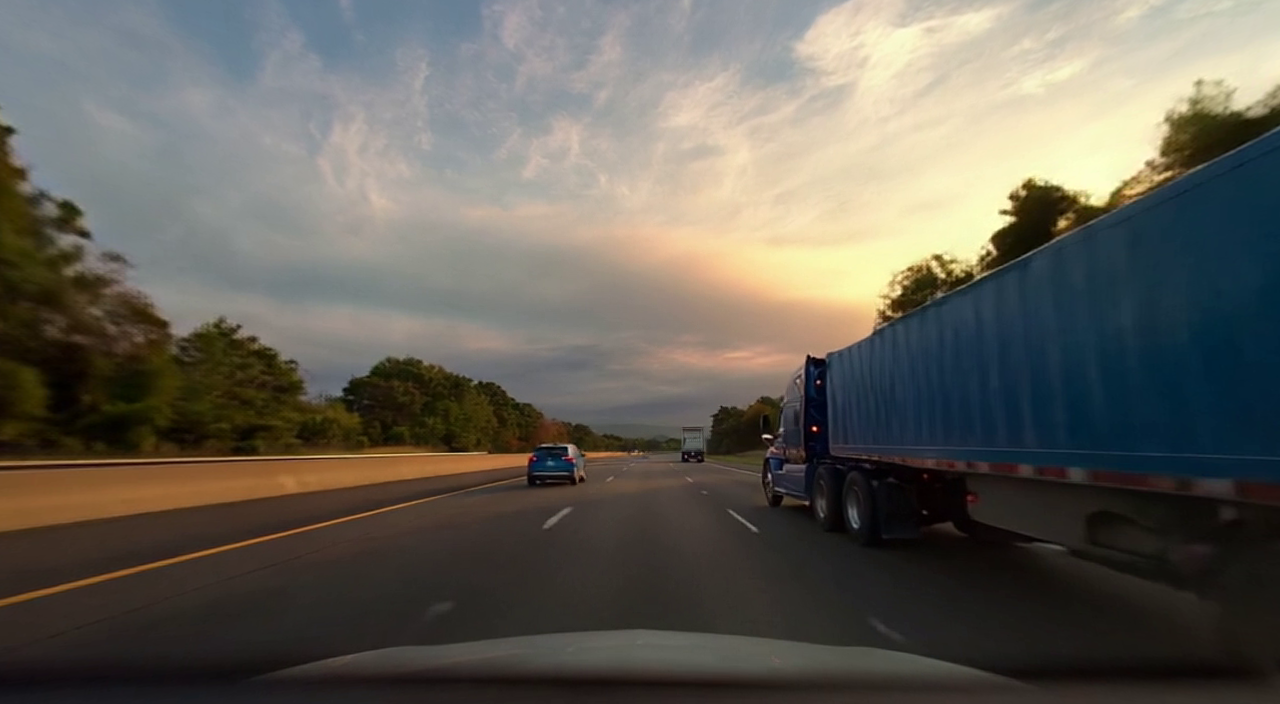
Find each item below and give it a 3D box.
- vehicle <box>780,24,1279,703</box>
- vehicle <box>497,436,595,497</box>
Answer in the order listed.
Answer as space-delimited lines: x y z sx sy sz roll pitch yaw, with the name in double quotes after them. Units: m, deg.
4.311 0.666 5.497 2.868 3.427 14.032 0 -9 0 "vehicle"
-2.761 3.523 19.705 2.297 1.683 4.385 0 -9 1 "vehicle"
